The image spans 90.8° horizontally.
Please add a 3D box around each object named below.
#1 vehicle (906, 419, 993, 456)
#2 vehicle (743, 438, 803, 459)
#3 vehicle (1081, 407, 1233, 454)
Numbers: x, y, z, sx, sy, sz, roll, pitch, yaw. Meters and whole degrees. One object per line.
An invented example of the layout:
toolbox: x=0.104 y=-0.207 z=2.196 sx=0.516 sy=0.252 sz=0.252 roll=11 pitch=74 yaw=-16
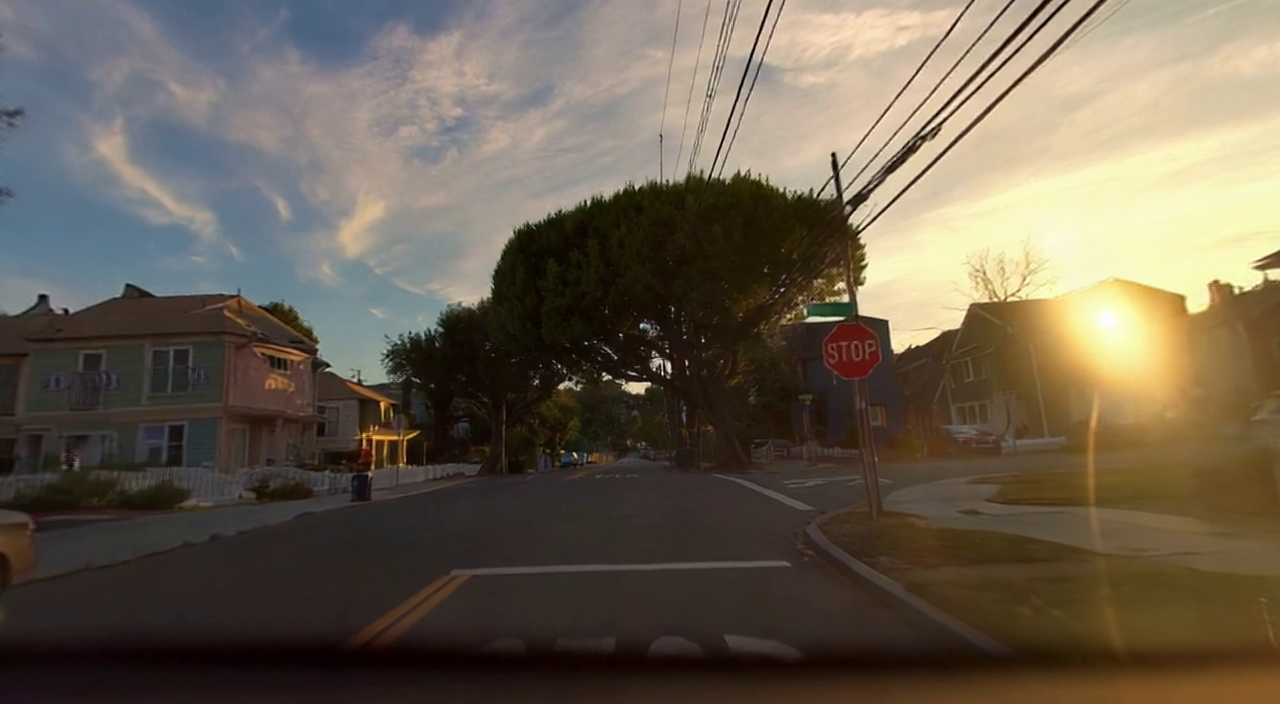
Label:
vehicle: x=15.545 y=4.351 z=31.992 sx=2.025 sy=1.689 sz=4.342 roll=0 pitch=-8 yaw=-2
vehicle: x=9.922 y=7.215 z=47.323 sx=4.019 sy=1.533 sz=1.769 roll=0 pitch=-8 yaw=0
vehicle: x=21.130 y=3.245 z=25.972 sx=4.466 sy=1.769 sz=2.033 roll=1 pitch=-8 yaw=-1
